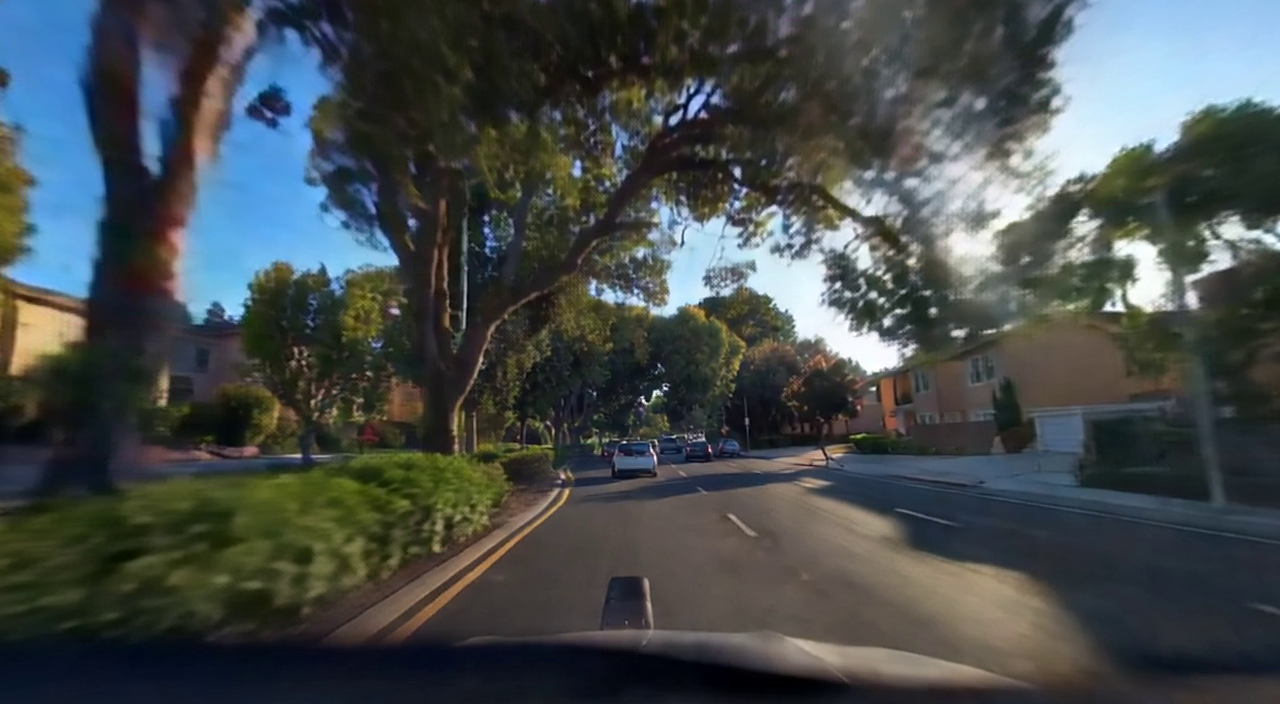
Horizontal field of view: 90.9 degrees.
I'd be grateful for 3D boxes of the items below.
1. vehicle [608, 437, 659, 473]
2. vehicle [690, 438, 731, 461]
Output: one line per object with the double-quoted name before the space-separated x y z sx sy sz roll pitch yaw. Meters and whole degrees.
"vehicle" -0.266 4.532 27.973 2.102 1.481 3.907 0 -8 0
"vehicle" 4.779 6.689 43.395 2.067 1.514 4.188 0 -8 -4
